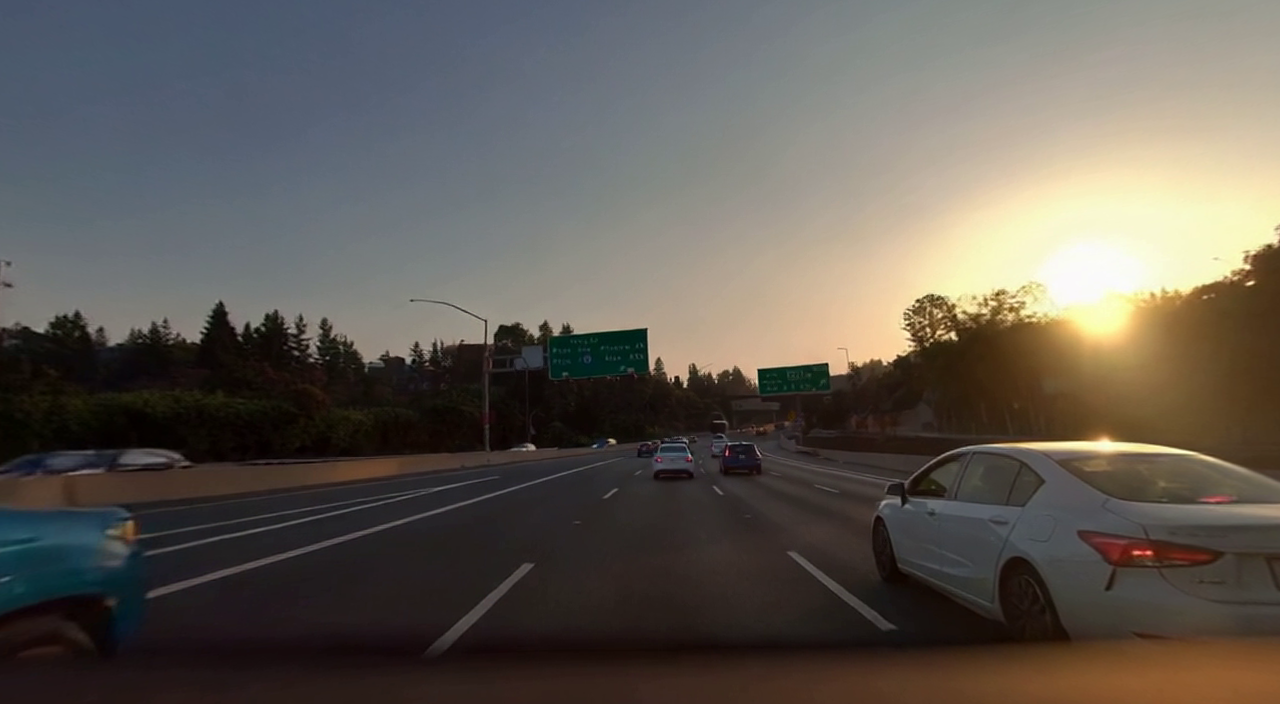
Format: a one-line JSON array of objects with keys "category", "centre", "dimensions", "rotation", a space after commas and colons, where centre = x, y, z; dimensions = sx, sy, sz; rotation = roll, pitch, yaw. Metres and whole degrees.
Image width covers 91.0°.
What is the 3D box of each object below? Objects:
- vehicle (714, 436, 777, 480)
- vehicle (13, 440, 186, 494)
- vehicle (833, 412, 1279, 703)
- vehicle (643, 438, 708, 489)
[{"category": "vehicle", "centre": [4.365, 4.489, 26.777], "dimensions": [2.076, 1.684, 4.241], "rotation": [0, -9, 2]}, {"category": "vehicle", "centre": [-18.861, 4.008, 22.328], "dimensions": [1.956, 1.688, 4.466], "rotation": [0, -9, 3]}, {"category": "vehicle", "centre": [3.181, 1.347, 4.867], "dimensions": [2.009, 1.489, 4.559], "rotation": [0, -9, 1]}, {"category": "vehicle", "centre": [1.232, 3.874, 22.196], "dimensions": [2.074, 1.614, 3.803], "rotation": [0, -9, 3]}]
